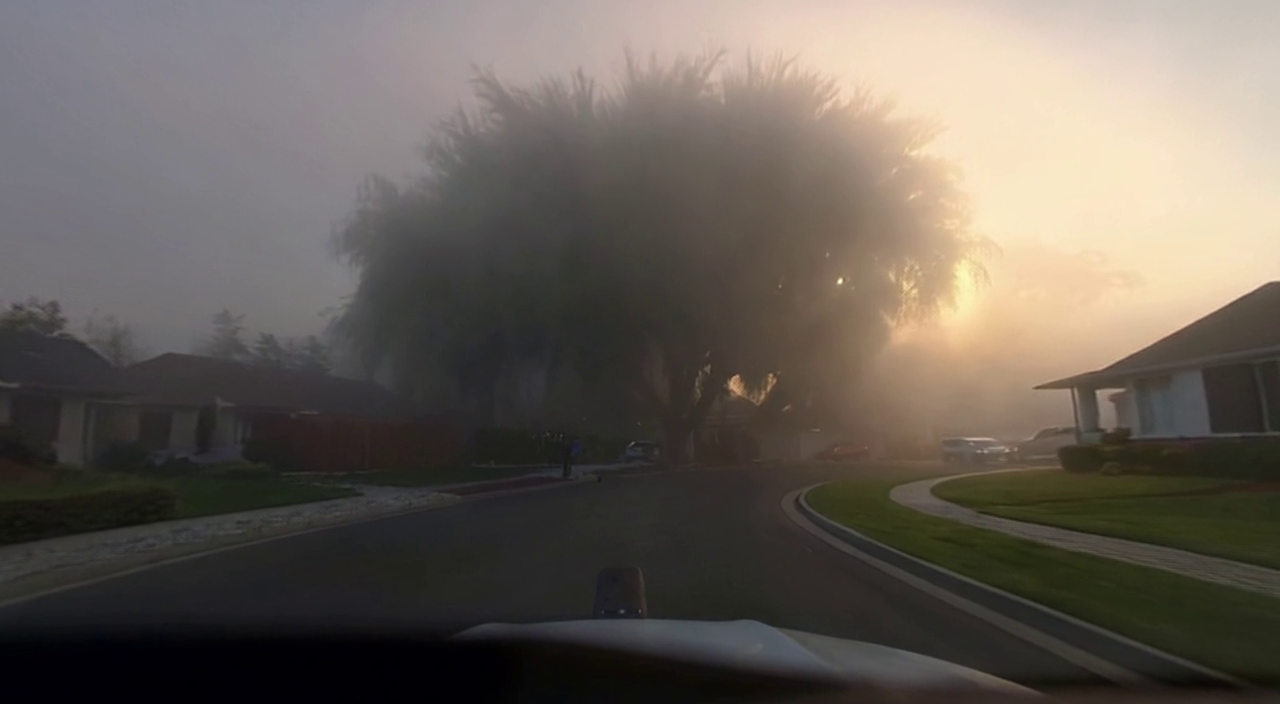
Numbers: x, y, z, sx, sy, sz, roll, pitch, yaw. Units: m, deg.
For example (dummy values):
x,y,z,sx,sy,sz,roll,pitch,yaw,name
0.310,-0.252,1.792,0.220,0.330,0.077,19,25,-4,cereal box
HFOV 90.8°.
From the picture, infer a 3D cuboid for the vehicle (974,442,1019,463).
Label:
x,y,z,sx,sy,sz,roll,pitch,yaw,name
27.565,7.798,48.988,1.873,1.556,4.216,-2,-9,14,vehicle
